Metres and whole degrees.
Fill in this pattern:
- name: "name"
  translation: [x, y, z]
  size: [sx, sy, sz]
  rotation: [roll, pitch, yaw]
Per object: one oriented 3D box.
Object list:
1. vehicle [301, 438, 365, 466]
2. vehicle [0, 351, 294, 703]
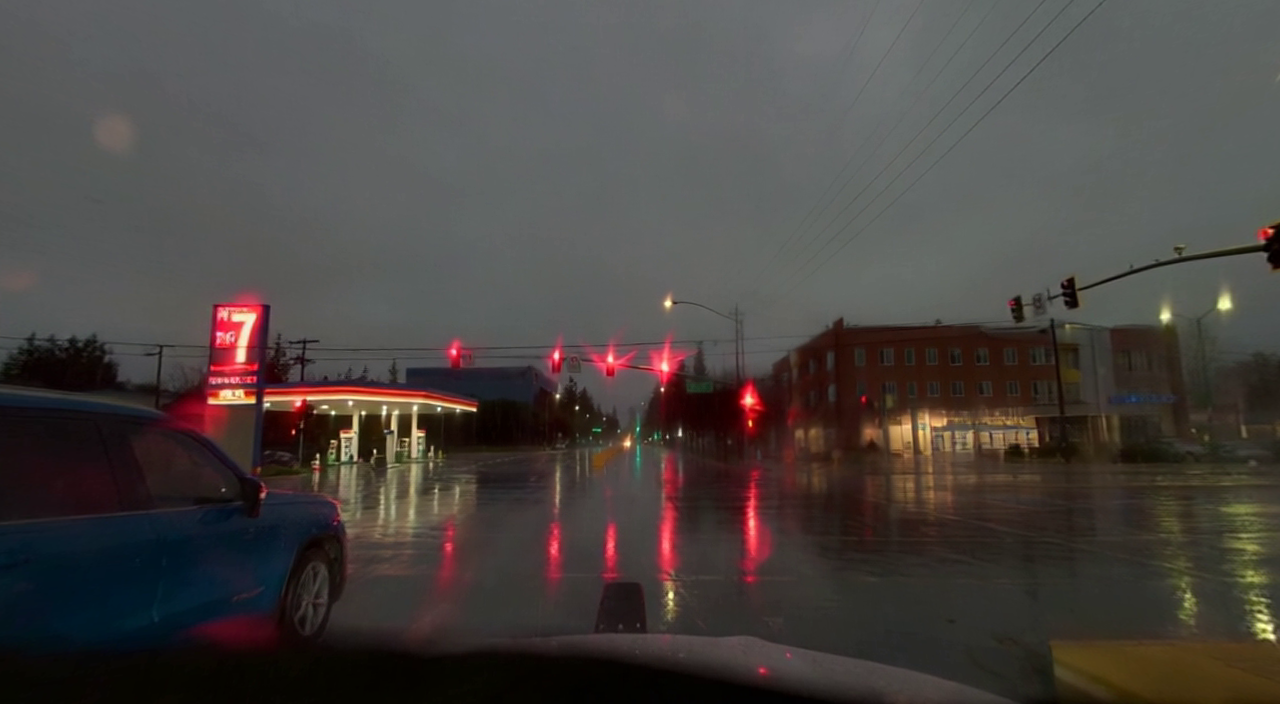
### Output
- name: "vehicle"
  translation: [-20.438, 6.680, 42.146]
  size: [2.004, 1.699, 4.486]
  rotation: [0, -9, 1]
- name: "vehicle"
  translation: [-3.421, 0.803, 2.040]
  size: [2.053, 1.690, 4.364]
  rotation: [0, -9, 1]
